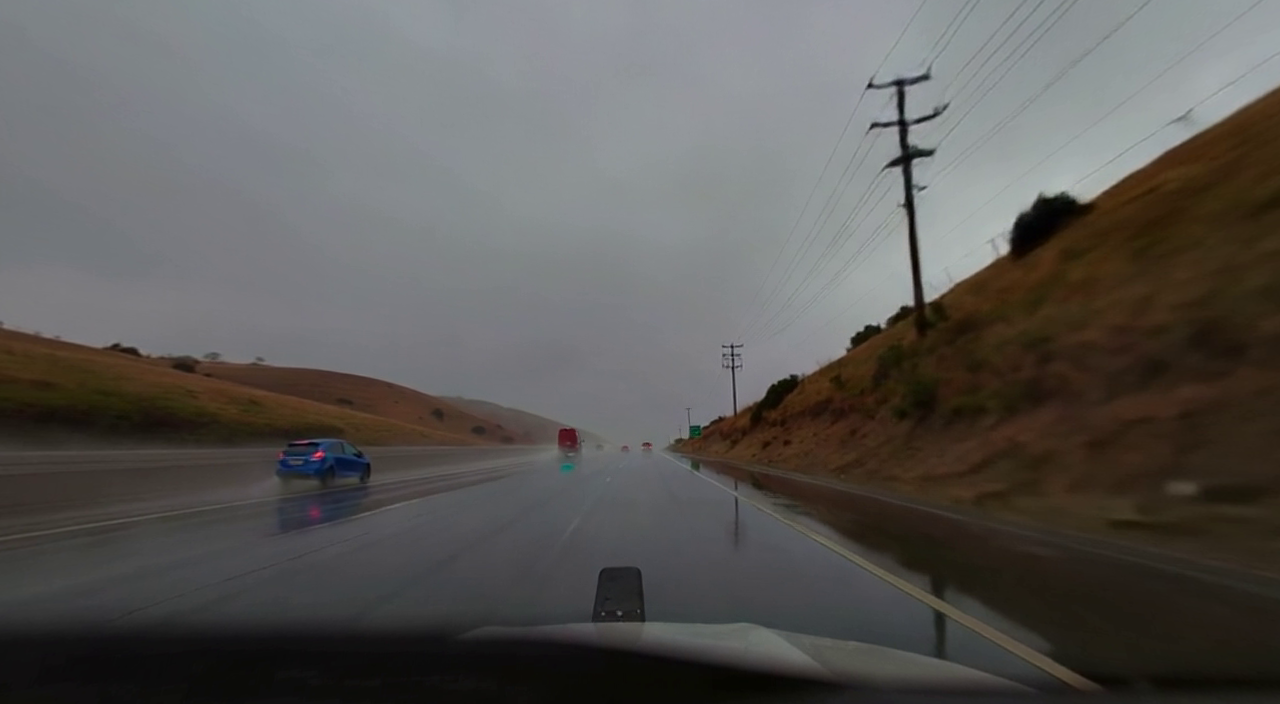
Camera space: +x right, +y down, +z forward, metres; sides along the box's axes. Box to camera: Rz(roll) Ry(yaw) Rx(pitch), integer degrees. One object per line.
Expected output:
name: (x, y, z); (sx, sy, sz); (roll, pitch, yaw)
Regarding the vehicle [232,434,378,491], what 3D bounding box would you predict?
vehicle: (-10.455, 3.479, 20.199); (1.971, 1.558, 4.847); (0, -9, 0)
